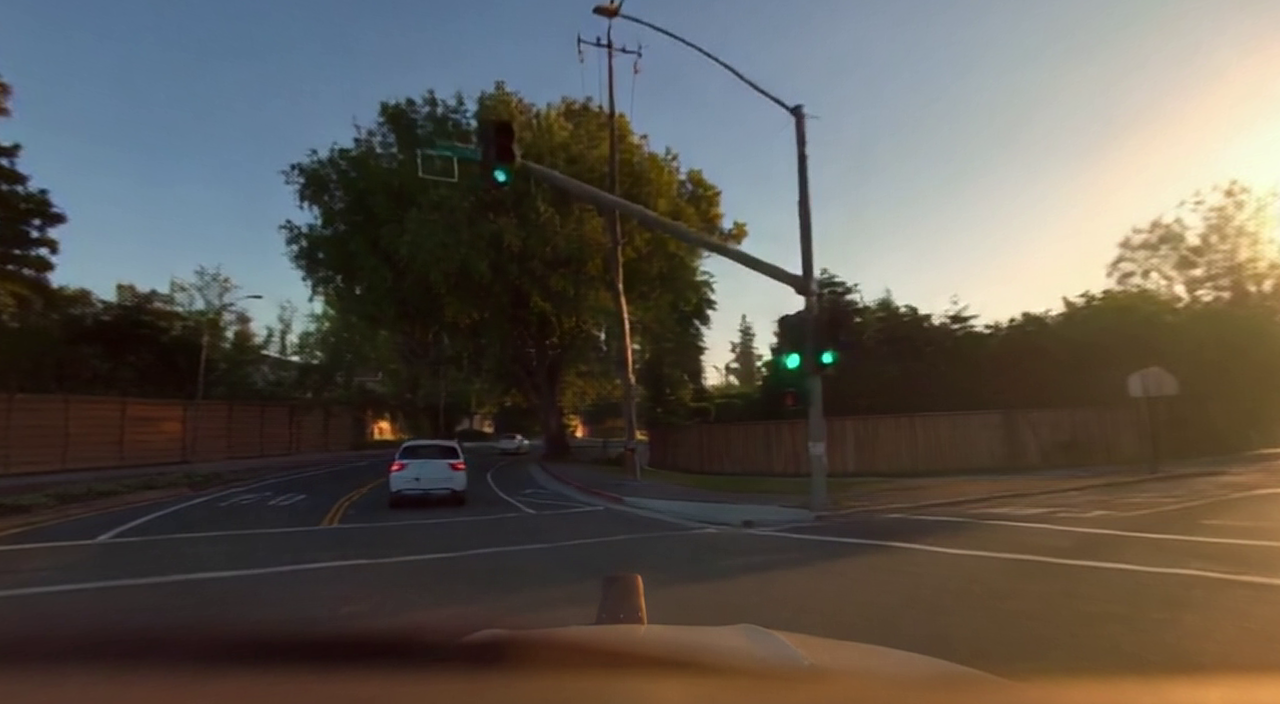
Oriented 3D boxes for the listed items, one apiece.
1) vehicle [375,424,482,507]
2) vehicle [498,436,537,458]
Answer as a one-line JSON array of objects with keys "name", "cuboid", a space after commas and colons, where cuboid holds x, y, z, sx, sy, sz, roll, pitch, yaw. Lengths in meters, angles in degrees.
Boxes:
[{"name": "vehicle", "cuboid": [-5.416, 2.886, 16.599, 2.230, 1.827, 4.580, 2, -9, -15]}, {"name": "vehicle", "cuboid": [-8.696, 6.770, 45.230, 1.929, 1.476, 4.655, 0, -8, -1]}]
